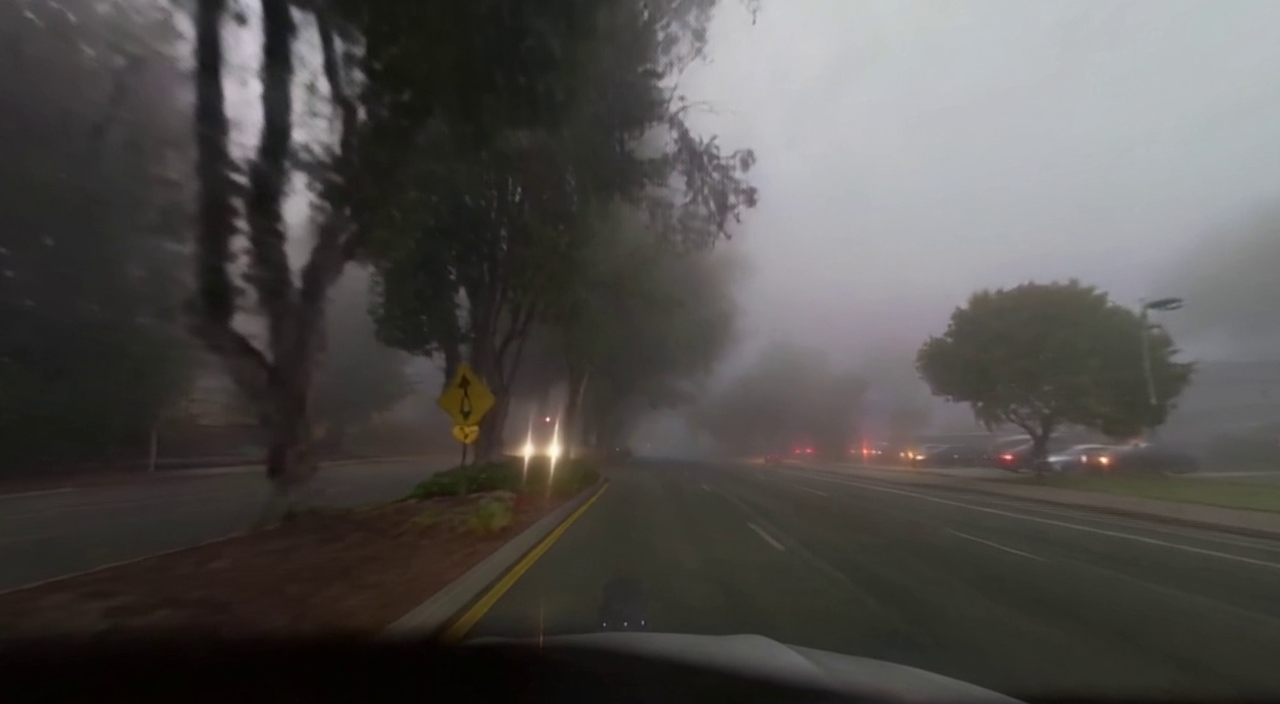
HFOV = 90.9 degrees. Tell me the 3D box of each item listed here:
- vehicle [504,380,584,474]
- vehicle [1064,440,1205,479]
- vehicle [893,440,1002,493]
[{"bbox_3d":[-4.008,3.268,27.263,3.008,3.786,3.422,0,-8,-2],"label":"vehicle"},{"bbox_3d":[22.421,4.858,28.749,4.570,1.521,2.029,1,-8,7],"label":"vehicle"},{"bbox_3d":[11.324,4.204,23.612,1.976,1.780,4.352,0,-8,1],"label":"vehicle"}]
